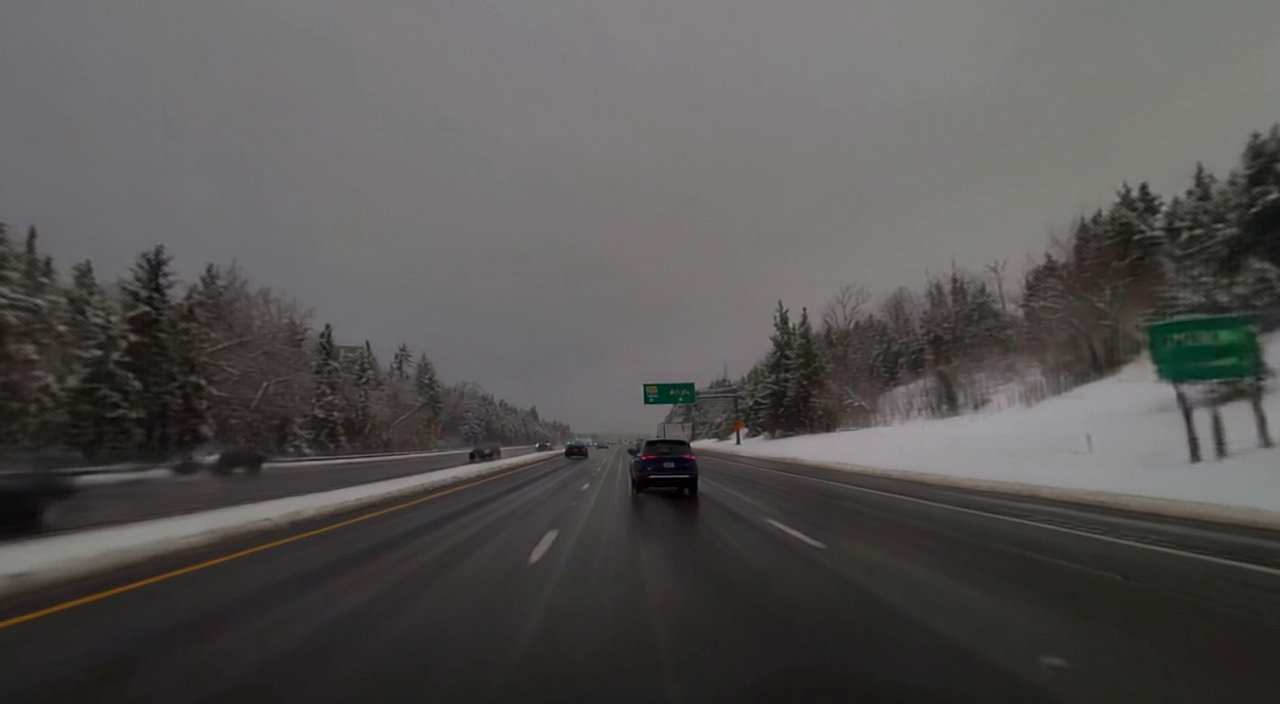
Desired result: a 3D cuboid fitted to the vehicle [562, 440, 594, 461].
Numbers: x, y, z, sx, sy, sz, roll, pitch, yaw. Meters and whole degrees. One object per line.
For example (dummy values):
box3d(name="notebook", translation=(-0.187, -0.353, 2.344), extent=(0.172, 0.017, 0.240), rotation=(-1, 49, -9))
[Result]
box3d(name="vehicle", translation=(-4.516, 7.204, 46.484), extent=(2.055, 1.466, 4.317), rotation=(0, -8, -2))

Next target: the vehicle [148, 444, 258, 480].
box3d(name="vehicle", translation=(-19.555, 4.903, 28.477), extent=(1.888, 1.443, 4.473), rotation=(0, -8, -2))

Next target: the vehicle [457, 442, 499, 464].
box3d(name="vehicle", translation=(-12.187, 7.608, 47.678), extent=(2.060, 1.505, 4.442), rotation=(0, -8, -1))

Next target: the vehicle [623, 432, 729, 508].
box3d(name="vehicle", translation=(0.649, 2.671, 14.932), extent=(1.961, 1.495, 4.743), rotation=(1, -8, -3))
